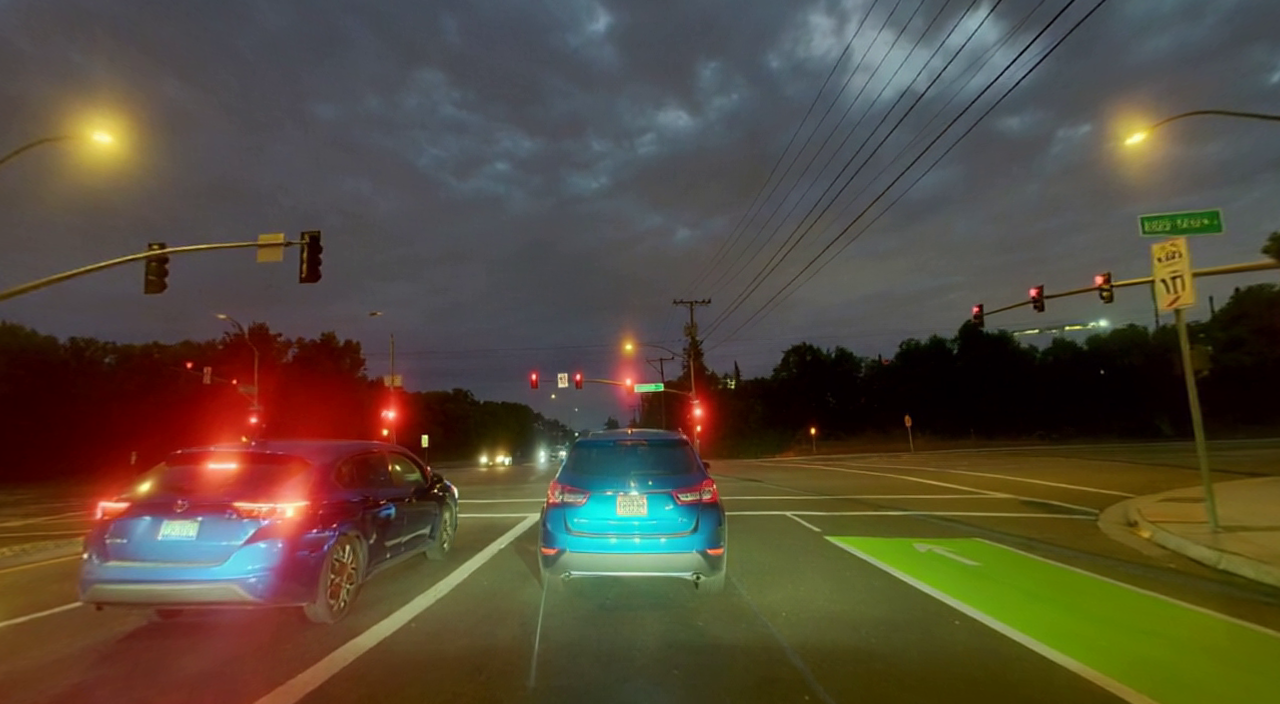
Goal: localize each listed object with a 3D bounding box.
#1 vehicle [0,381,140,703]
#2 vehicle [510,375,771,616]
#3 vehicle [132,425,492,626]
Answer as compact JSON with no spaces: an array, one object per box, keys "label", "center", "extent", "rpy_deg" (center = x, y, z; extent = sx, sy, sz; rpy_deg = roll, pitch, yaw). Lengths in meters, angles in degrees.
[{"label":"vehicle","center":[-3.477,0.573,0.323],"extent":[2.138,1.488,5.327],"rpy_deg":[0,-8,-1]},{"label":"vehicle","center":[-0.033,1.561,7.643],"extent":[2.036,1.885,5.196],"rpy_deg":[0,-10,-1]},{"label":"vehicle","center":[-2.966,1.647,6.810],"extent":[1.726,1.506,3.840],"rpy_deg":[0,-10,1]}]
